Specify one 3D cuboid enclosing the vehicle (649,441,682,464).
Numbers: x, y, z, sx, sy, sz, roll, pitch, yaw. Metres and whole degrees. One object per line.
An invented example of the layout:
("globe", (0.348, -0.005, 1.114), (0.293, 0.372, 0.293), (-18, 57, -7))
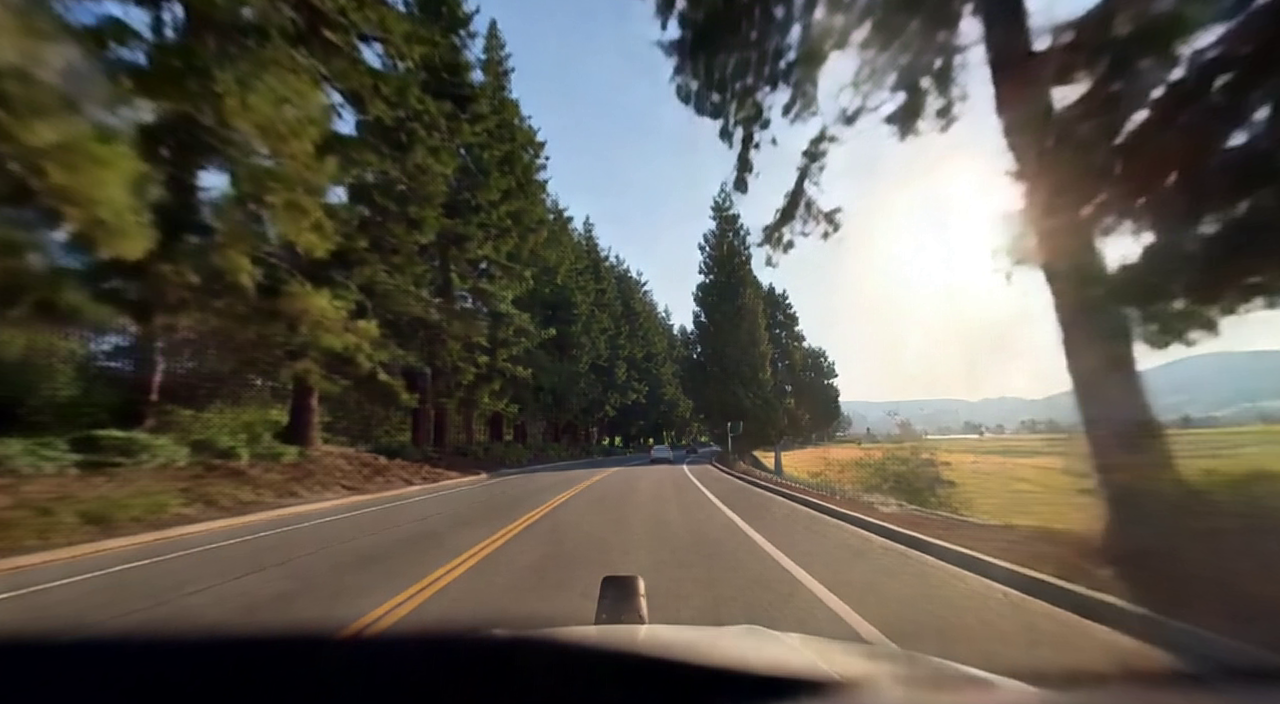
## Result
("vehicle", (1.798, 6.847, 42.985), (2.071, 1.474, 4.047), (-1, -8, 5))
